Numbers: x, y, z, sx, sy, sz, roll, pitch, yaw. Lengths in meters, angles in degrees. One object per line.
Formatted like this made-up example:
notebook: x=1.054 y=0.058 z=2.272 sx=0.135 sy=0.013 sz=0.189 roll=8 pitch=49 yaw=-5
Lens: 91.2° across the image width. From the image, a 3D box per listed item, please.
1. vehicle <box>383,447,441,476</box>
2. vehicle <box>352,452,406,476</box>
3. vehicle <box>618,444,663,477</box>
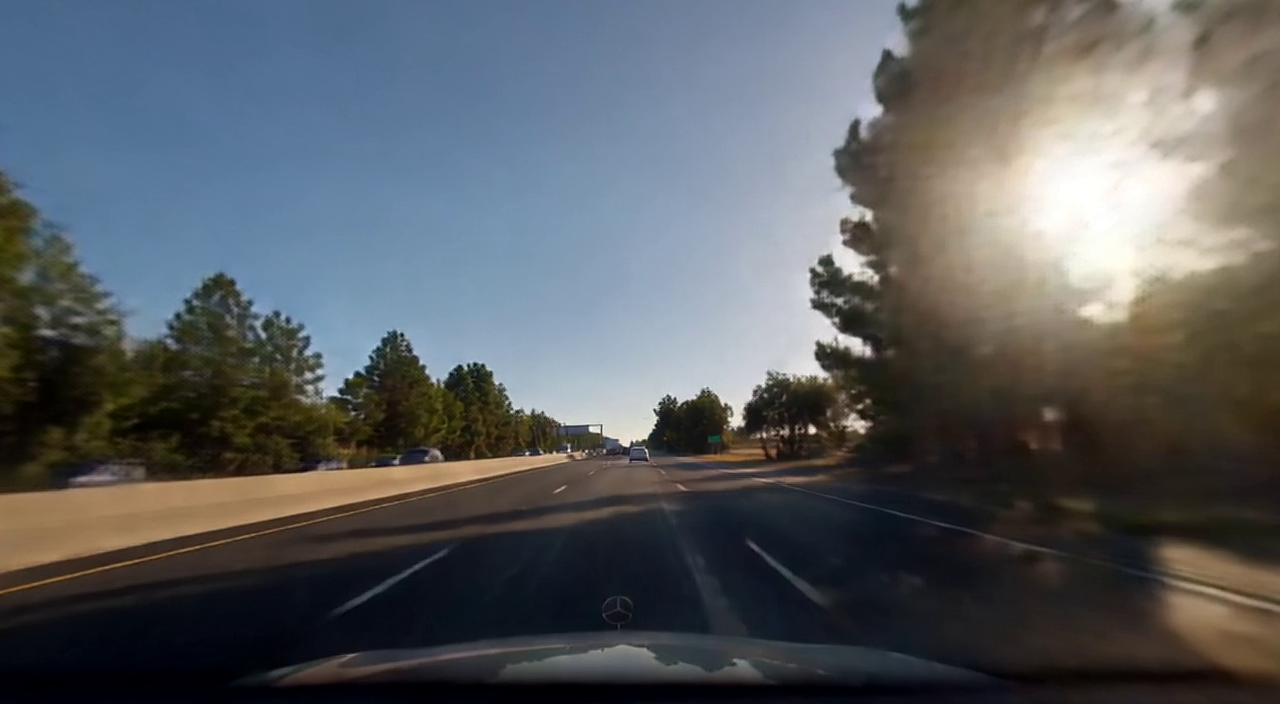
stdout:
vehicle: x=-14.251 y=6.866 z=39.480 sx=1.970 sy=1.692 sz=4.464 roll=0 pitch=-9 yaw=0
vehicle: x=-18.222 y=7.832 z=44.040 sx=1.879 sy=1.567 sz=4.396 roll=0 pitch=-9 yaw=0
vehicle: x=-0.008 y=5.405 z=31.430 sx=2.095 sy=1.537 sz=4.017 roll=0 pitch=-9 yaw=-1
